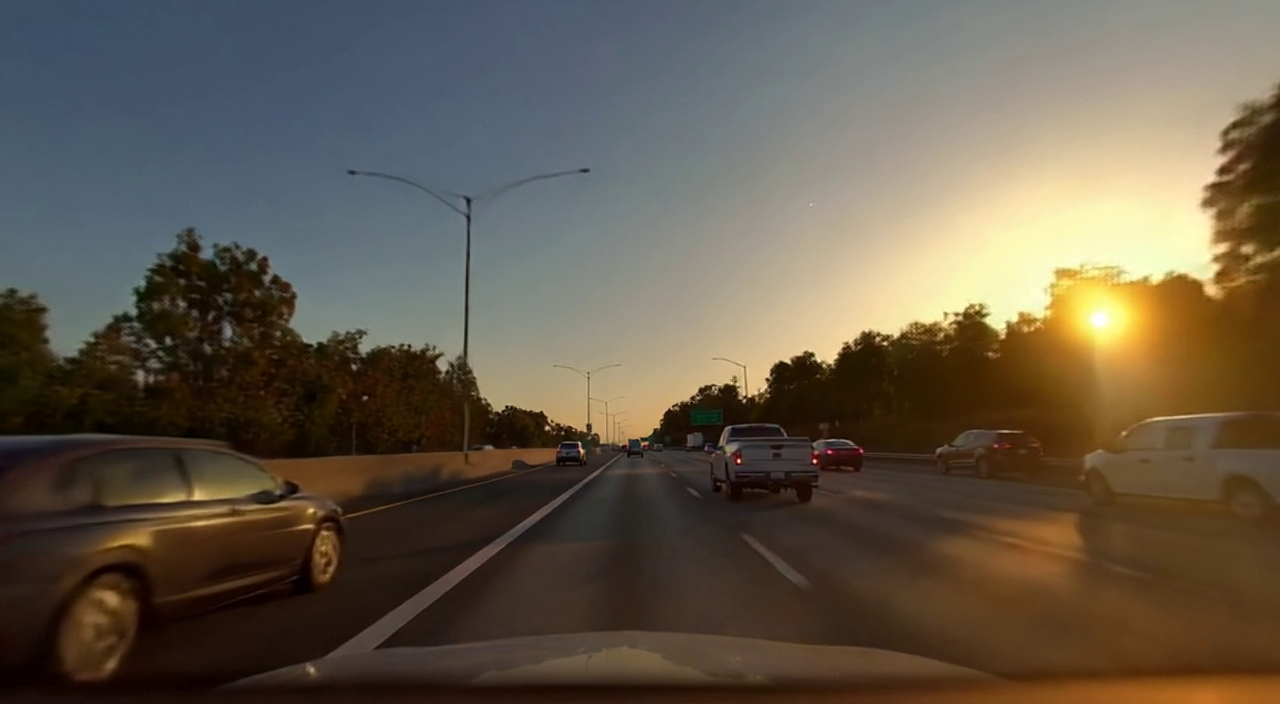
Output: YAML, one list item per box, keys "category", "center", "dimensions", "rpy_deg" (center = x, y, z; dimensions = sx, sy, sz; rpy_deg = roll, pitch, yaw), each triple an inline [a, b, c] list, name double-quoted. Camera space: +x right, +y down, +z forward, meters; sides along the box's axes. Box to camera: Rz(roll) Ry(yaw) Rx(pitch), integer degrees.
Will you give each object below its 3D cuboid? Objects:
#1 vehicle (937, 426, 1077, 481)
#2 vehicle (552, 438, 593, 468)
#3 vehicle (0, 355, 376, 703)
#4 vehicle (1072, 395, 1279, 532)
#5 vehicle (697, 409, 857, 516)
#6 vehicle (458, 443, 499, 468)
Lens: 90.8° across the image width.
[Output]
- category: "vehicle"
  center: [13.162, 3.678, 23.116]
  dimensions: [2.076, 1.799, 4.871]
  rpy_deg: [0, -8, -1]
- category: "vehicle"
  center: [-3.932, 5.993, 37.664]
  dimensions: [1.992, 1.651, 4.185]
  rpy_deg: [0, -8, 0]
- category: "vehicle"
  center: [-3.576, 1.041, 3.771]
  dimensions: [2.119, 1.654, 4.353]
  rpy_deg: [0, -8, 0]
- category: "vehicle"
  center: [9.876, 1.764, 10.221]
  dimensions: [2.046, 1.873, 5.131]
  rpy_deg: [0, -8, -1]
- category: "vehicle"
  center: [2.685, 2.374, 14.055]
  dimensions: [2.200, 1.870, 5.649]
  rpy_deg: [0, -8, -1]
- category: "vehicle"
  center: [-9.133, 5.877, 36.002]
  dimensions: [1.426, 1.346, 3.208]
  rpy_deg: [0, -8, 1]
